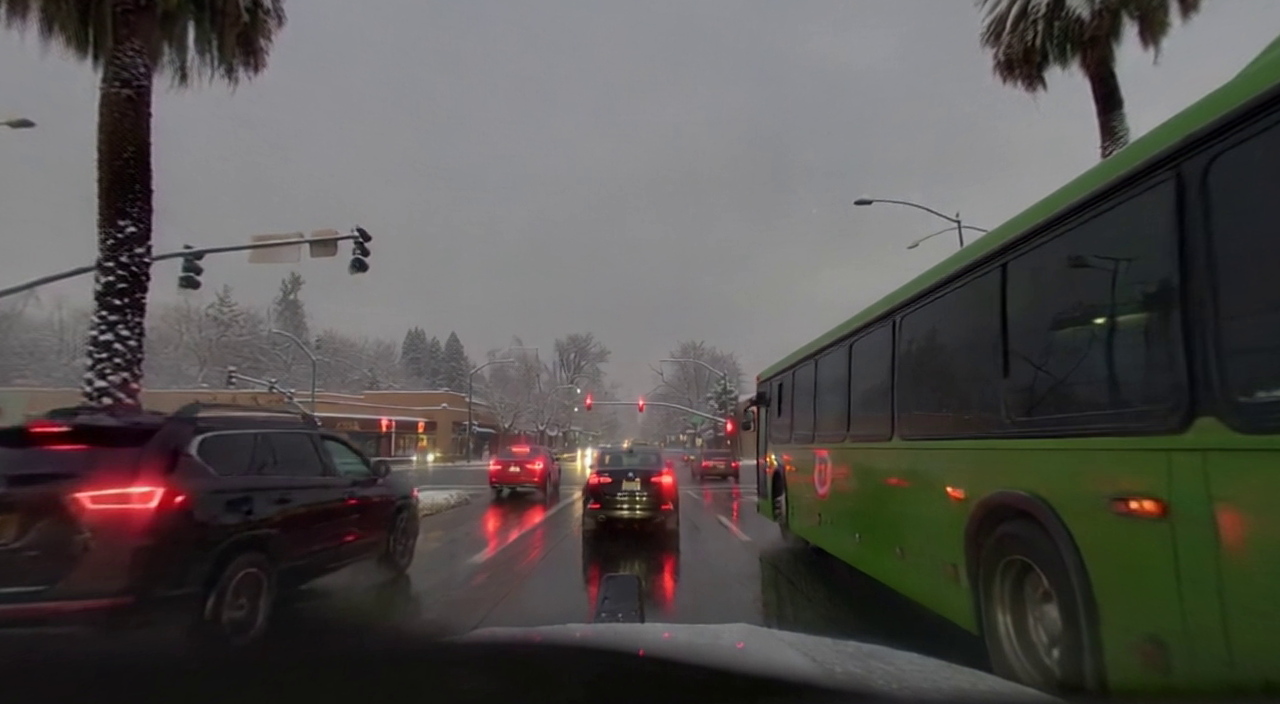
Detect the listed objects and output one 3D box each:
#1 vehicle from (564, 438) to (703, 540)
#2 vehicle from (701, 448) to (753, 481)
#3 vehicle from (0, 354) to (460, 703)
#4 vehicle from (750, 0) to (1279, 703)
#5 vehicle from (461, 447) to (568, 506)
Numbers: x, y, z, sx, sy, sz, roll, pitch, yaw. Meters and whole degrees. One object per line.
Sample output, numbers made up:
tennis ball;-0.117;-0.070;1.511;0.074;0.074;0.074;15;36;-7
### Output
vehicle;-0.097;2.329;11.378;2.060;1.499;3.831;0;-9;0
vehicle;4.219;5.497;31.184;1.989;1.467;4.364;0;-9;1
vehicle;-3.459;1.293;5.618;2.145;1.824;4.974;0;-9;1
vehicle;3.662;0.094;5.257;3.068;4.026;13.534;0;-9;0
vehicle;-3.264;3.317;17.329;1.919;1.415;4.178;-1;-9;2
